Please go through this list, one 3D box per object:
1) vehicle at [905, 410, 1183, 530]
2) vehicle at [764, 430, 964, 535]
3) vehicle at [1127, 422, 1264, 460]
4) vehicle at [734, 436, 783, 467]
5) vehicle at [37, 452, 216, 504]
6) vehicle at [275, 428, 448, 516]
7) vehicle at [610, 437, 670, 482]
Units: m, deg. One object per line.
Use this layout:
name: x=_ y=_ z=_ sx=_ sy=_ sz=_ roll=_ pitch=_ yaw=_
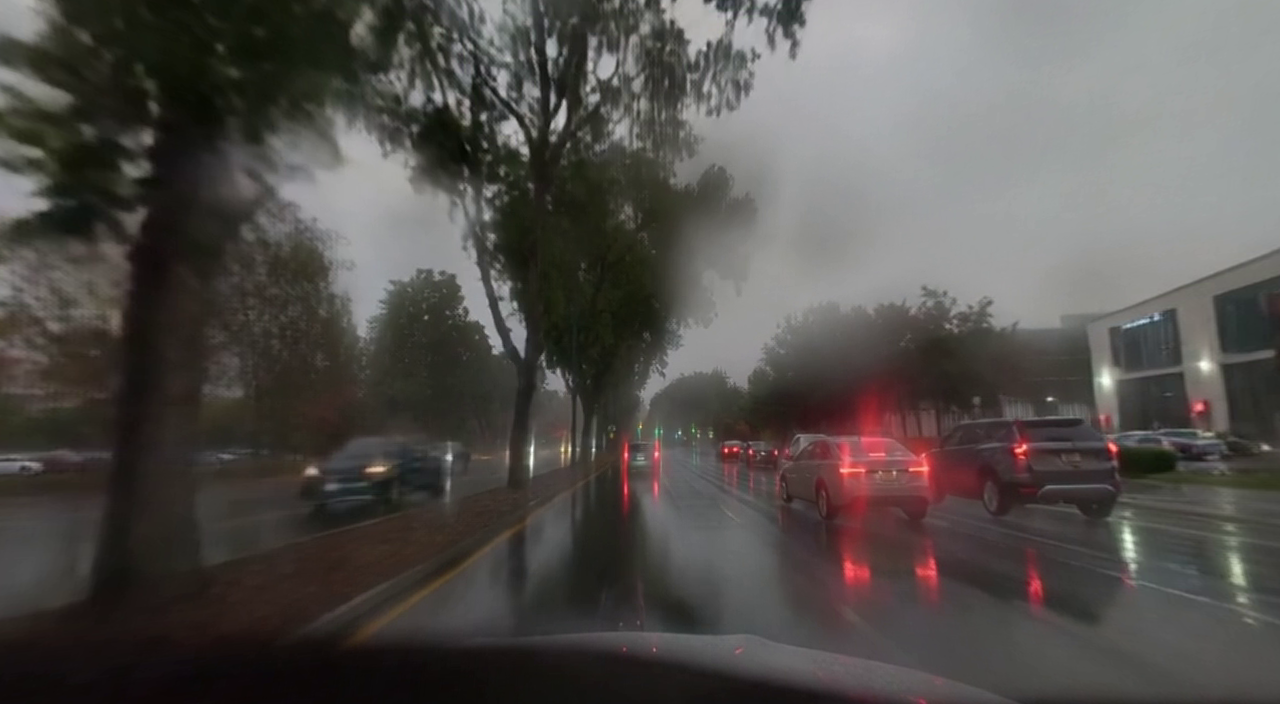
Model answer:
vehicle: x=7.147 y=2.146 z=11.997 sx=2.134 sy=1.810 sz=4.590 roll=0 pitch=-9 yaw=-1
vehicle: x=3.571 y=2.152 z=11.045 sx=1.858 sy=1.466 sz=4.230 roll=0 pitch=-9 yaw=-1
vehicle: x=32.803 y=5.291 z=37.466 sx=5.507 sy=1.925 sz=2.533 roll=-3 pitch=-9 yaw=2
vehicle: x=7.255 y=6.144 z=39.116 sx=2.068 sy=1.779 sz=4.567 roll=0 pitch=-9 yaw=-1
vehicle: x=-16.861 y=4.110 z=21.155 sx=1.982 sy=1.481 sz=4.706 roll=0 pitch=-9 yaw=1
vehicle: x=-5.699 y=2.487 z=13.542 sx=1.887 sy=1.582 sz=3.915 roll=0 pitch=-9 yaw=0
vehicle: x=0.011 y=3.871 z=22.991 sx=1.994 sy=1.479 sz=3.647 roll=0 pitch=-9 yaw=0
